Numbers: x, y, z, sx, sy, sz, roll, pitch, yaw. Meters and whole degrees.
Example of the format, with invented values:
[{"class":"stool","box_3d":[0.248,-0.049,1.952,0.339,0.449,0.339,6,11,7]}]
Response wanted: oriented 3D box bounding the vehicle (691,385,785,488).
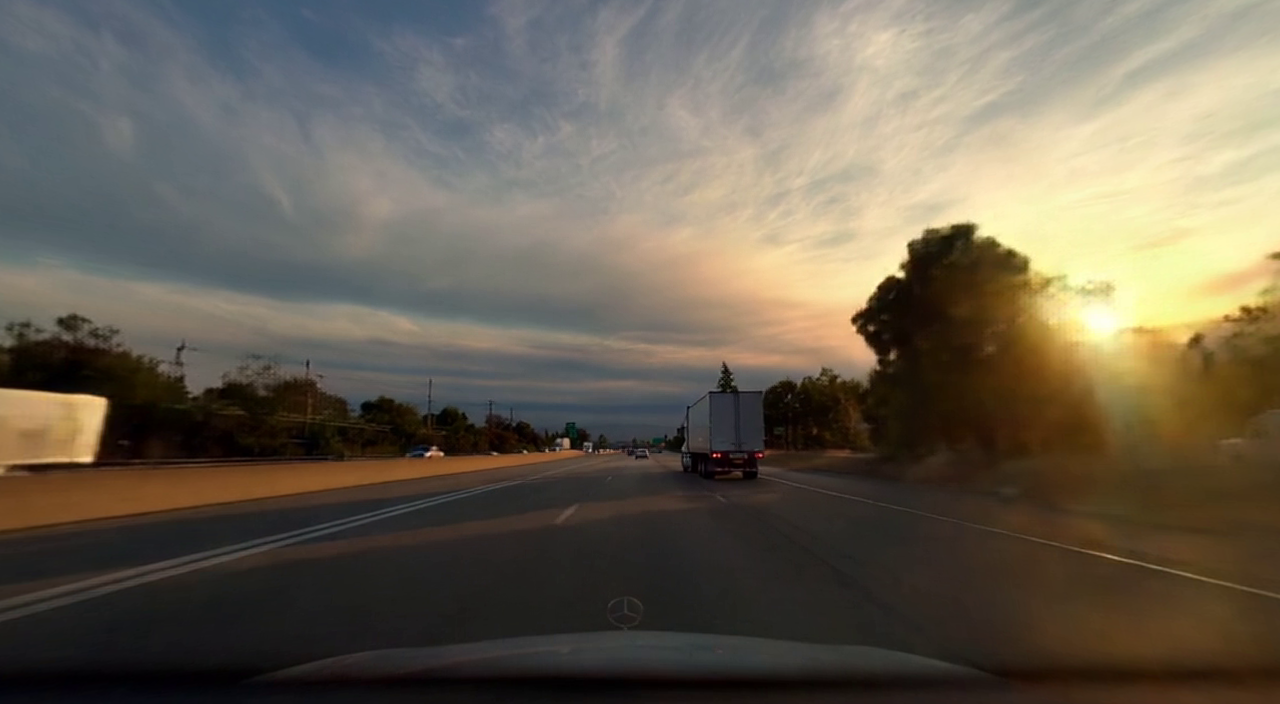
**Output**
[{"class":"vehicle","box_3d":[4.608,4.448,32.731,3.058,4.312,12.251,0,-9,1]}]
